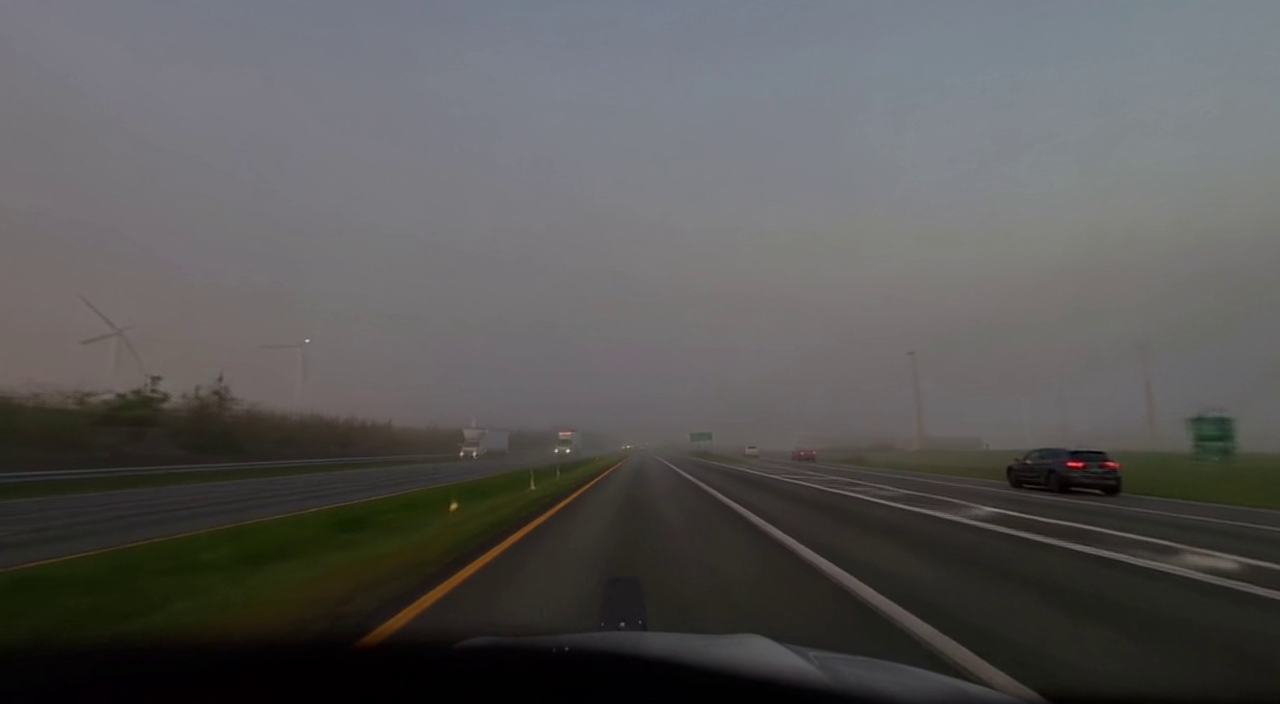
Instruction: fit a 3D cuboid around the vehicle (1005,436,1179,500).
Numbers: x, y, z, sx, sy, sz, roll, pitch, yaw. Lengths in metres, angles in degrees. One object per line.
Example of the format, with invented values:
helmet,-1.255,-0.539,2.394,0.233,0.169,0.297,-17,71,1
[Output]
vehicle,13.568,3.492,19.396,1.897,1.669,4.825,0,-9,2
